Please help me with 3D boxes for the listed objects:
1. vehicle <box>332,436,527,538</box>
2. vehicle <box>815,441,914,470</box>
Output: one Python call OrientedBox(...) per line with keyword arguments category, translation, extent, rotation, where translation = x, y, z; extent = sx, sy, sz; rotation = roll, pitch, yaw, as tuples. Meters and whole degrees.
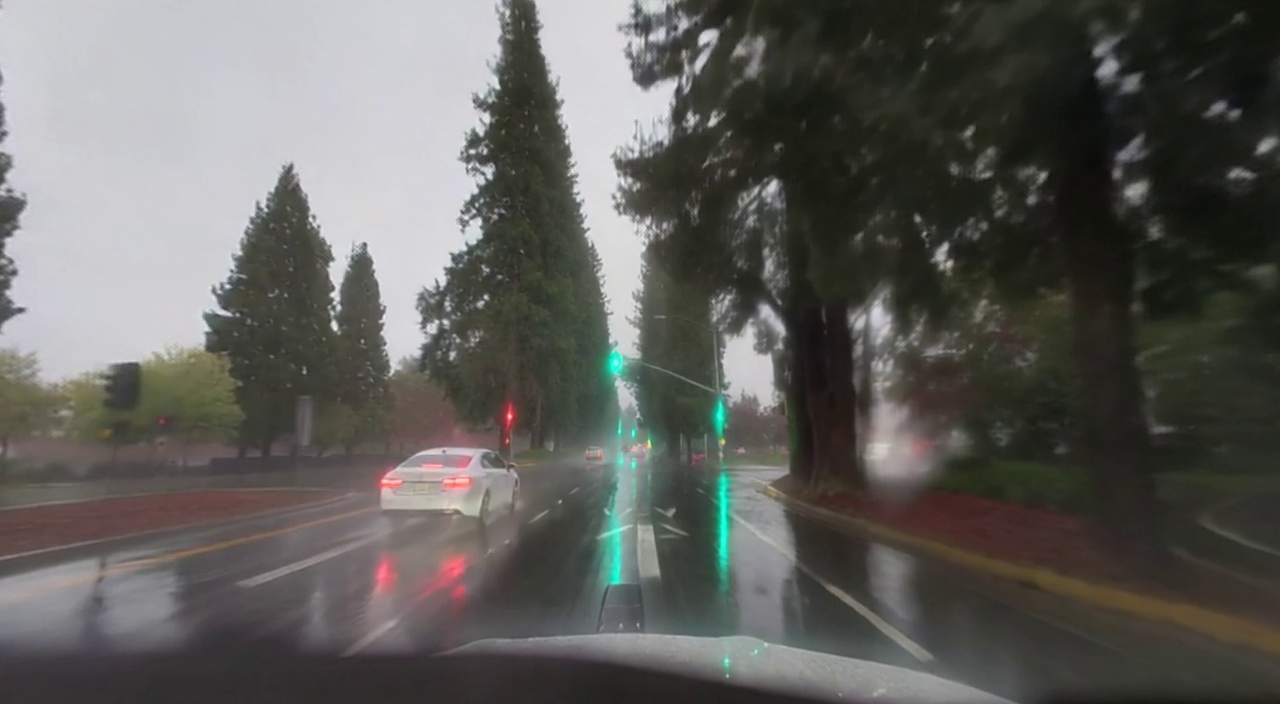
OrientedBox(category="vehicle", translation=(-3.465, 2.293, 11.463), extent=(1.968, 1.459, 4.433), rotation=(0, -8, 1))
OrientedBox(category="vehicle", translation=(12.042, 5.583, 34.081), extent=(4.632, 1.473, 1.889), rotation=(1, -8, -3))
